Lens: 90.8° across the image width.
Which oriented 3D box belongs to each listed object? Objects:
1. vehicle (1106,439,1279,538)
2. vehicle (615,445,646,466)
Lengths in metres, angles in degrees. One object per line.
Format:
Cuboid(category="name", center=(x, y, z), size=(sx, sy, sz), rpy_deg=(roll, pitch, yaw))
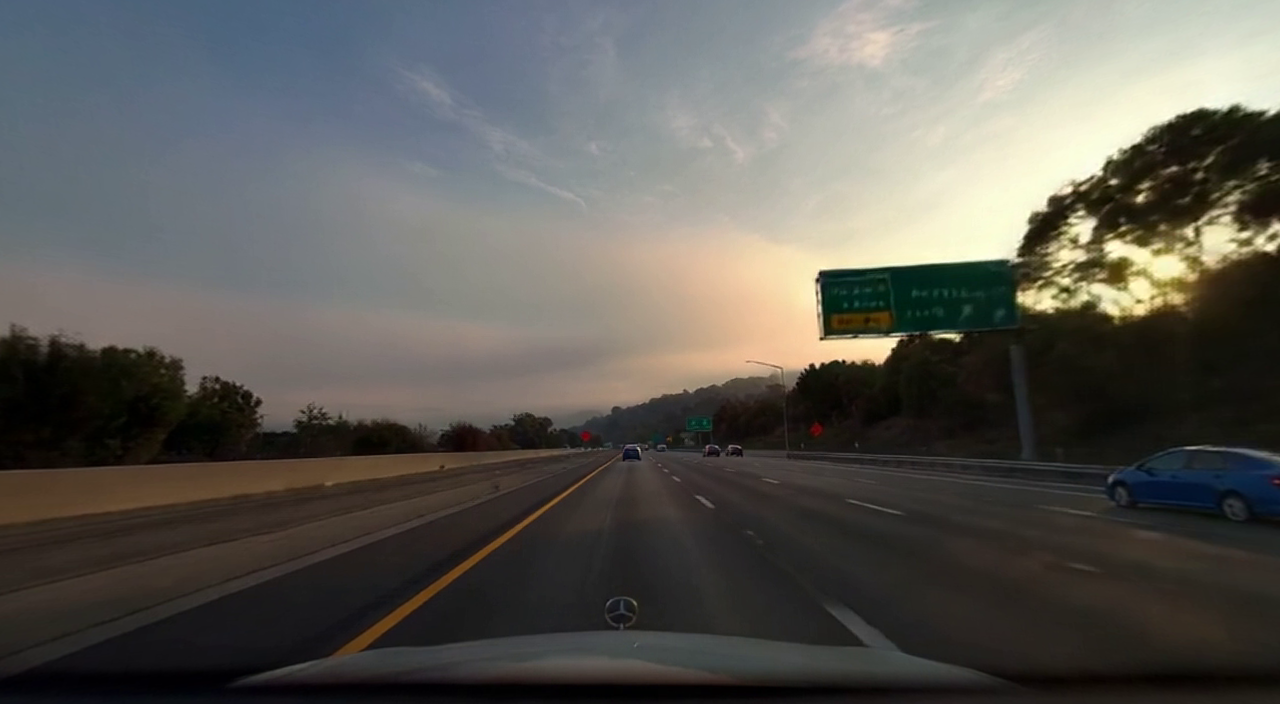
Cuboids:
Cuboid(category="vehicle", center=(10.719, 2.234, 10.701), size=(2.024, 1.481, 4.747), rpy_deg=(0, -8, 0))
Cuboid(category="vehicle", center=(-0.607, 7.007, 42.855), size=(2.004, 1.259, 3.781), rpy_deg=(0, -8, 0))
